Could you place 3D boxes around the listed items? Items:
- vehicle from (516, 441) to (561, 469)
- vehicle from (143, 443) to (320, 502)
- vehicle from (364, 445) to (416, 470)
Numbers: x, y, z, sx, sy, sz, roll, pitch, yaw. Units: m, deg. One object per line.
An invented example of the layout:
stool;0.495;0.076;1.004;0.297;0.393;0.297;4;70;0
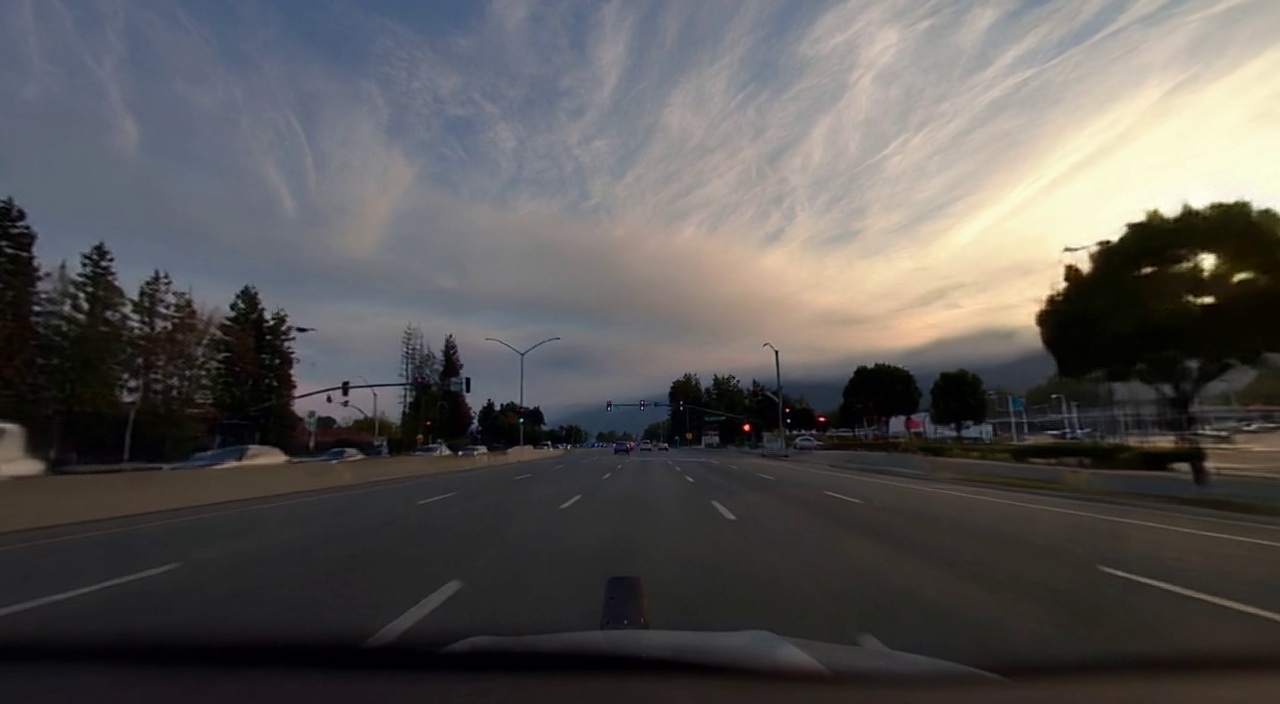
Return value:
vehicle;-5.952;6.066;37.394;1.843;1.528;4.121;0;-8;2
vehicle;-11.118;3.269;17.659;1.937;1.426;4.529;0;-8;0
vehicle;-18.043;7.620;45.778;1.926;1.659;4.426;0;-8;0
